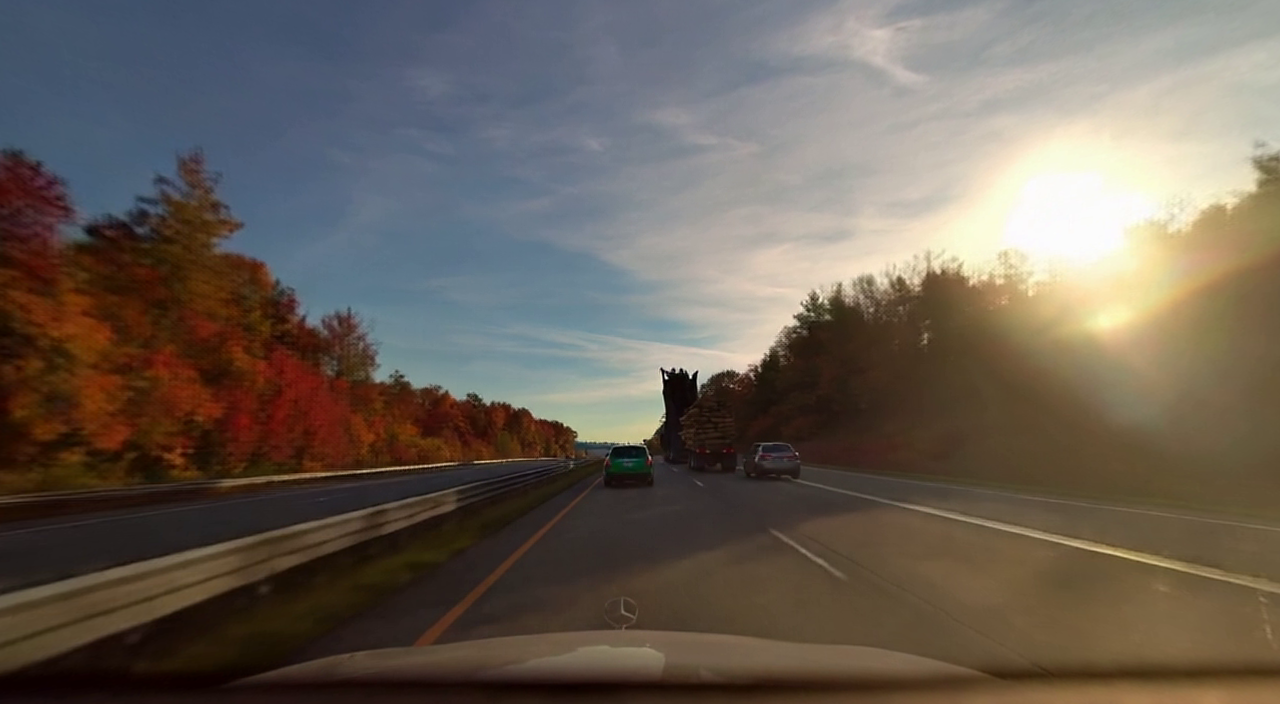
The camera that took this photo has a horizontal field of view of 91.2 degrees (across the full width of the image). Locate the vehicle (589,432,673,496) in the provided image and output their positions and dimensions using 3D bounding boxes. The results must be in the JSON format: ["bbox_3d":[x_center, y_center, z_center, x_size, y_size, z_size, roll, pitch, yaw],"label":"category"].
[{"bbox_3d":[-0.248,3.322,18.942,2.263,1.699,3.936,-1,-9,0],"label":"vehicle"}]

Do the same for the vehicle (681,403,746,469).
[{"bbox_3d":[4.638,5.632,41.674,3.125,3.895,8.461,0,-9,-1],"label":"vehicle"}]

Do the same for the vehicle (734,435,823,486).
[{"bbox_3d":[4.895,3.911,22.933,2.057,1.660,4.525,0,-9,-2],"label":"vehicle"}]
